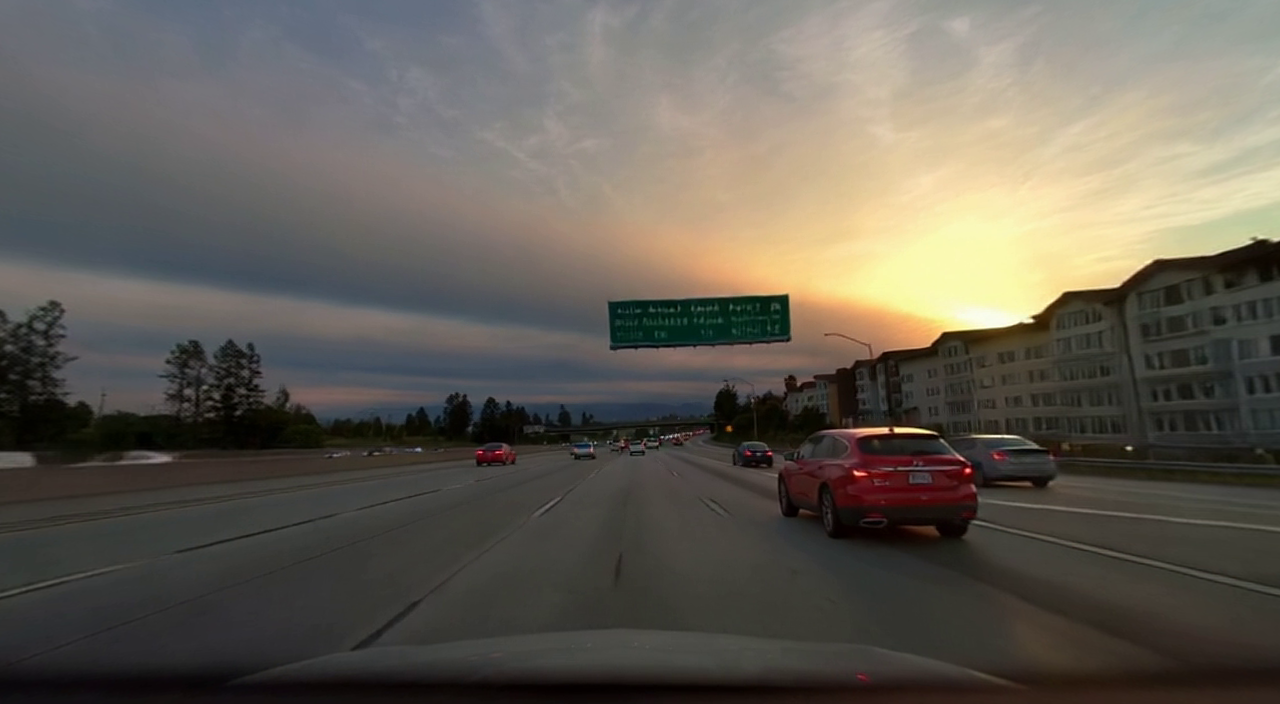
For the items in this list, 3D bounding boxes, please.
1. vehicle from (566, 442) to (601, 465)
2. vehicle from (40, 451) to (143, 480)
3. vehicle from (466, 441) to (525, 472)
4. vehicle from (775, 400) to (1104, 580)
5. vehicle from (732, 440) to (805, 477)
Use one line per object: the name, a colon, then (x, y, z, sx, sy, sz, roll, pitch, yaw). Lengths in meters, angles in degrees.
vehicle: (-3.818, 6.925, 43.181, 2.002, 1.466, 4.378, 0, -9, 0)
vehicle: (-30.582, 6.318, 35.417, 1.787, 1.427, 4.405, 0, -9, 0)
vehicle: (-7.560, 5.491, 33.482, 2.021, 1.496, 4.495, 0, -9, 1)
vehicle: (3.332, 1.632, 8.236, 2.080, 1.694, 4.286, 0, -9, -1)
vehicle: (5.412, 4.543, 27.252, 2.061, 1.459, 4.273, 0, -9, -3)
